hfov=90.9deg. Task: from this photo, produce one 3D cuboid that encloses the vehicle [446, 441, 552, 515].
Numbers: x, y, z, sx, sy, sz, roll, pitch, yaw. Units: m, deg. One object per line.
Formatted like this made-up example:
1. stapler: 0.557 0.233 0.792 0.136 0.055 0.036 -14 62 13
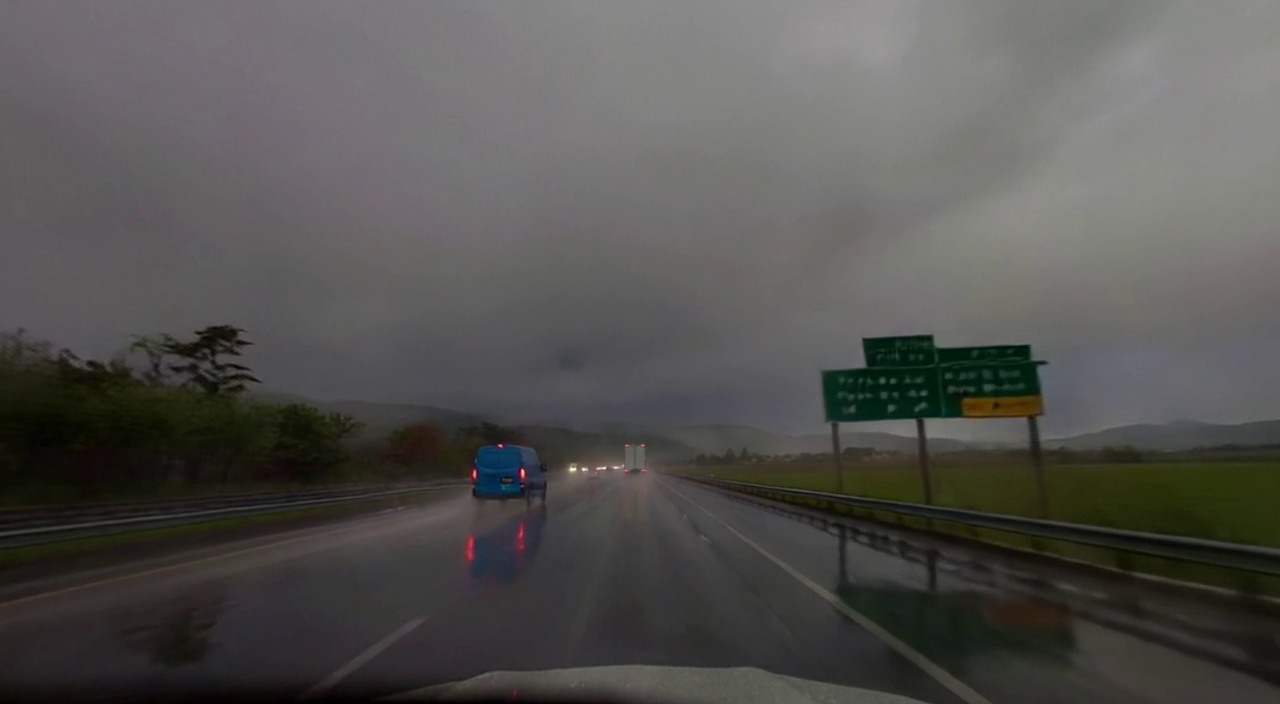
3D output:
1. vehicle: -4.203 3.907 19.762 2.208 1.973 4.716 1 -10 0
